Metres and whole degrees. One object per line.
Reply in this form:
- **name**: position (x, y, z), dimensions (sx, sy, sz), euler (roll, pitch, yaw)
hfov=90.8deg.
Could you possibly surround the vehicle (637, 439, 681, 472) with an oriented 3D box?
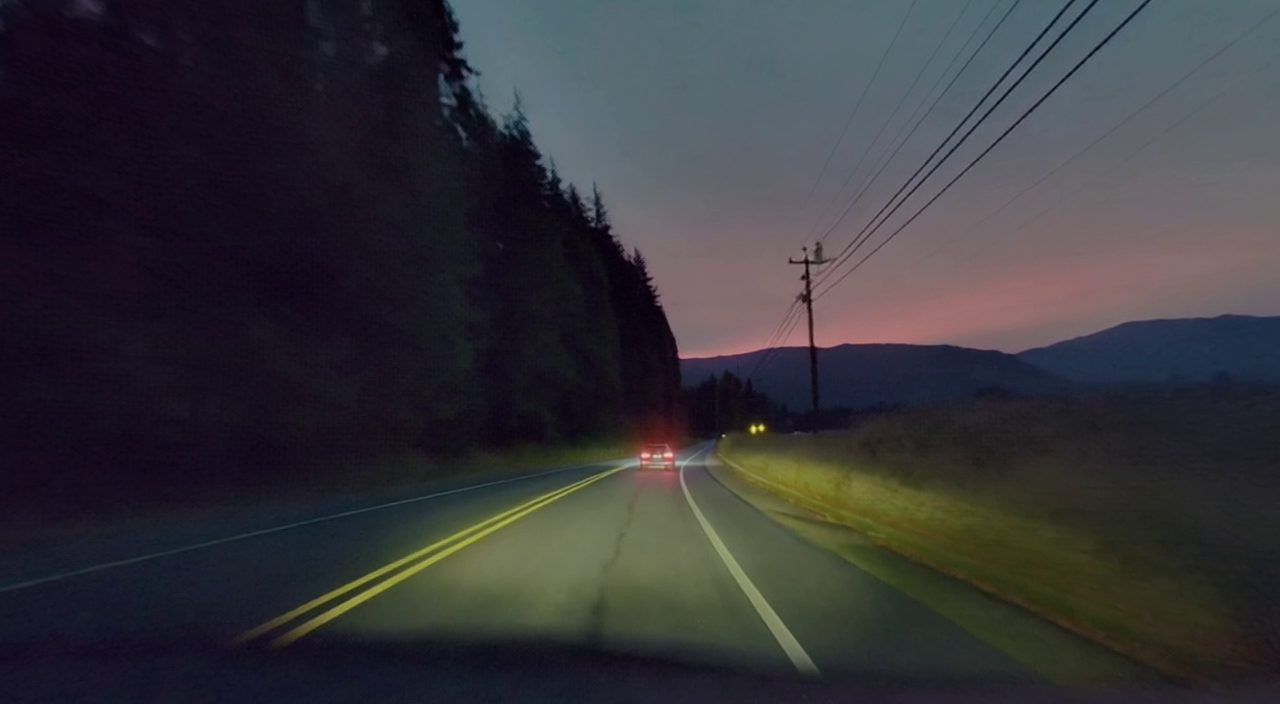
- **vehicle**: position (1.010, 5.219, 32.044), dimensions (2.059, 1.524, 3.963), euler (-1, -9, 4)
